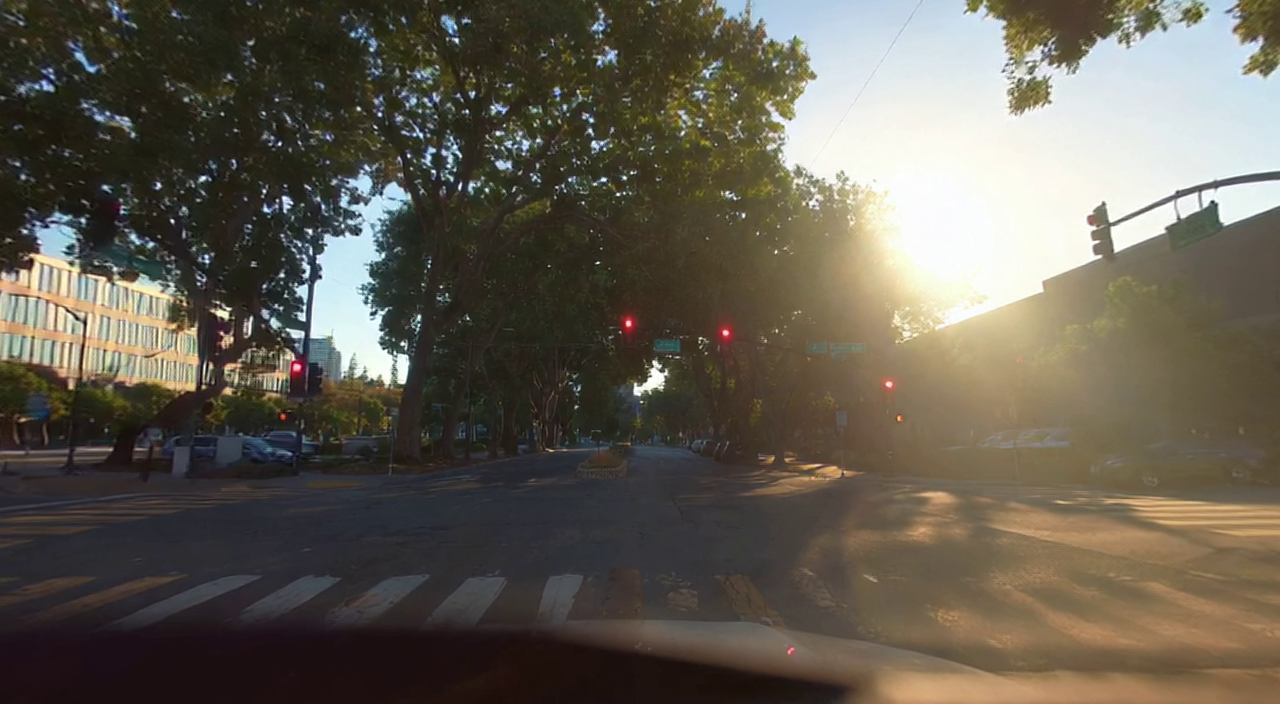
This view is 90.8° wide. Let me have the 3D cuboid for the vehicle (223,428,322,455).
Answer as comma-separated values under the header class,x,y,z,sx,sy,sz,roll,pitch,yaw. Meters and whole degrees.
class,x,y,z,sx,sy,sz,roll,pitch,yaw
vehicle,-22.412,5.512,38.708,4.765,1.593,1.891,1,-9,-8
